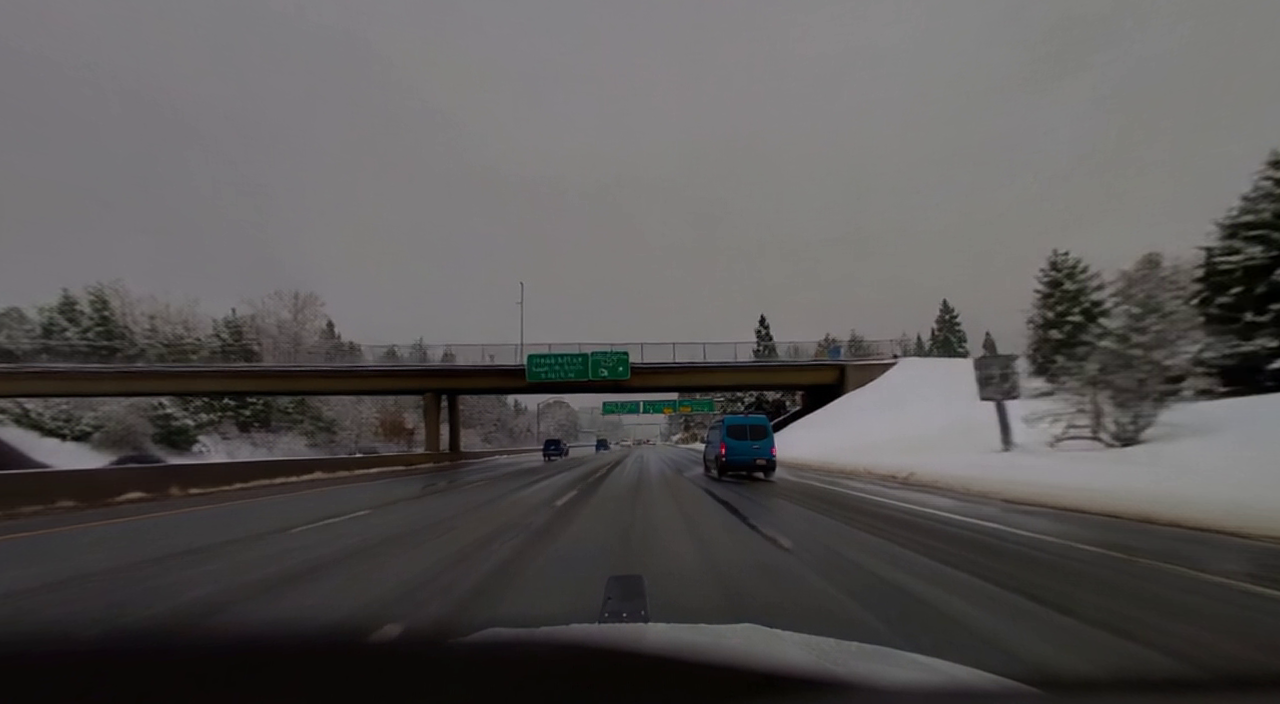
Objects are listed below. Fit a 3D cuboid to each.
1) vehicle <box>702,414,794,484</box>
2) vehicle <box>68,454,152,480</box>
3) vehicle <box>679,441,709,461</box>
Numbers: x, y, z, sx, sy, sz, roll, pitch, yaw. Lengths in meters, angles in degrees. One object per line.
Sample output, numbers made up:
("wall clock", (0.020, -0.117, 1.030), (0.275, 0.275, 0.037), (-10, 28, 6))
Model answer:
("vehicle", (3.759, 3.551, 23.203), (2.347, 2.234, 5.352), (0, -8, -1))
("vehicle", (-37.697, 8.183, 45.003), (1.918, 1.642, 4.657), (0, -8, 0))
("vehicle", (4.121, 7.673, 48.892), (1.883, 1.456, 4.044), (0, -8, -1))
